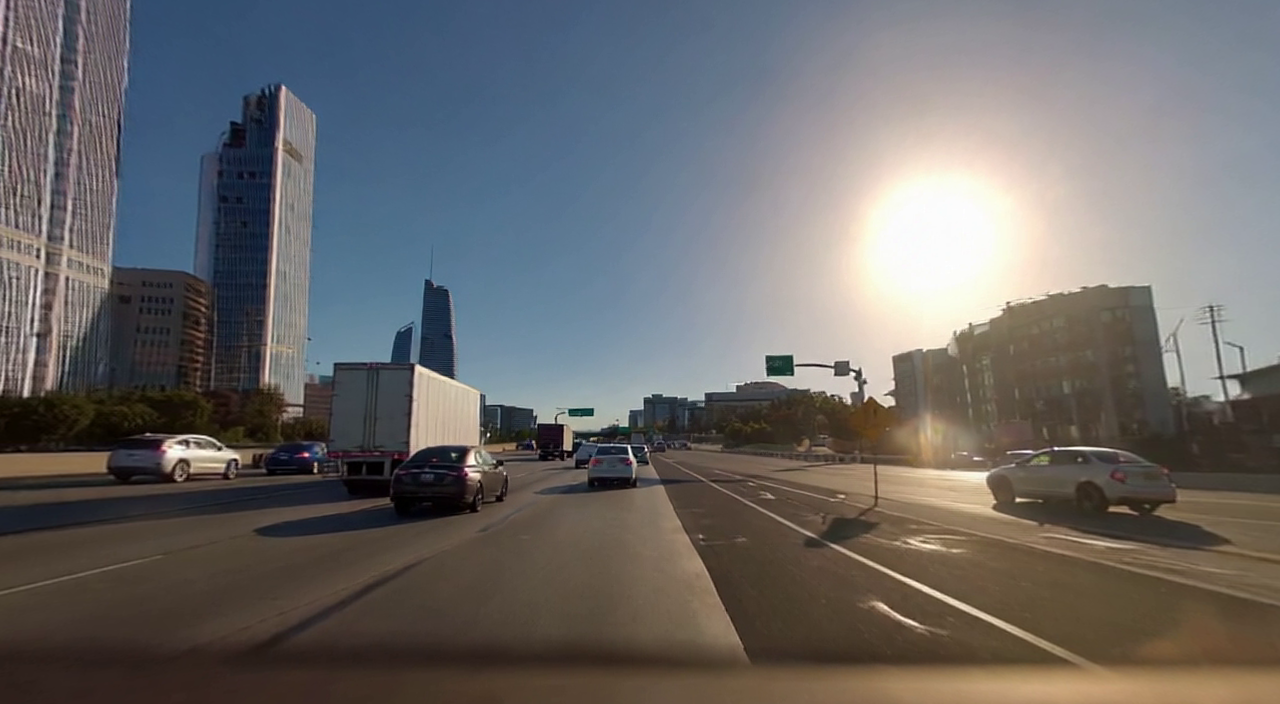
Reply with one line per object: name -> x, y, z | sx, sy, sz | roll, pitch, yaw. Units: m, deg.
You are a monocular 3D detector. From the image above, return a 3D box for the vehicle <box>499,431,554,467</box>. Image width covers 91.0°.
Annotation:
vehicle -> -6.961, 6.041, 39.253 | 2.339, 2.059, 5.359 | 0, -9, 1

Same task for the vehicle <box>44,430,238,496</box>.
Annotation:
vehicle -> -14.653, 3.280, 18.957 | 1.990, 1.722, 4.641 | 0, -9, 0

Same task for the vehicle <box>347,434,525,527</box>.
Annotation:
vehicle -> -3.766, 2.447, 12.572 | 2.016, 1.497, 4.235 | 0, -9, 1

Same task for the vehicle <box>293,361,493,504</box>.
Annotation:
vehicle -> -6.768, 2.510, 19.054 | 2.955, 3.359, 8.322 | 1, -9, -3

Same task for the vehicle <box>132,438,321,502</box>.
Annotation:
vehicle -> -11.114, 3.176, 17.470 | 1.987, 1.495, 4.710 | 0, -9, 1

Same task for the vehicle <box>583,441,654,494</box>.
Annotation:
vehicle -> -0.607, 3.545, 19.692 | 1.991, 1.488, 3.922 | 0, -9, 0

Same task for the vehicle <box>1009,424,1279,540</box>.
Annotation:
vehicle -> 11.460, 2.686, 13.854 | 2.415, 1.972, 5.572 | 2, -9, -14
